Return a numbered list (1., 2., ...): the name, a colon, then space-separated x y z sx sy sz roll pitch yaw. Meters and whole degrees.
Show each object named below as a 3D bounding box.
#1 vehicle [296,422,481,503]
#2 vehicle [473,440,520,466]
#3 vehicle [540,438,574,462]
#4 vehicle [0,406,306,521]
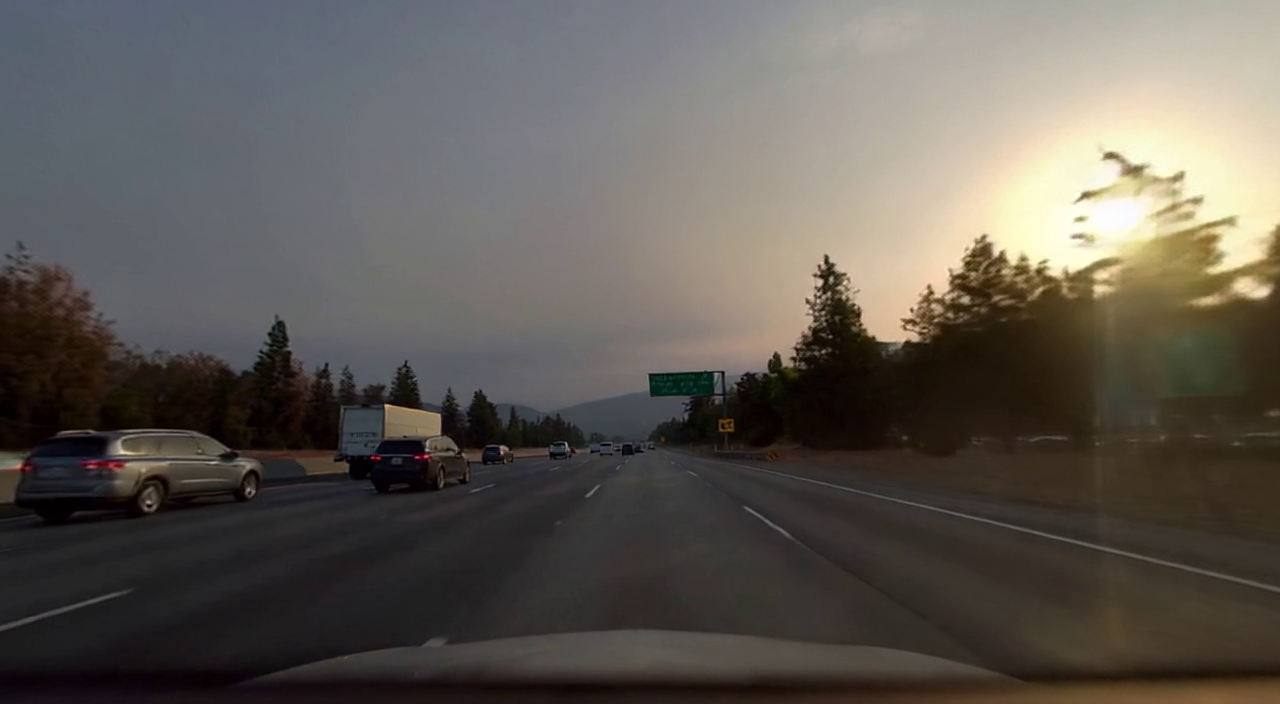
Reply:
1. vehicle: -6.350 2.877 17.115 2.403 1.773 6.276 0 -8 0
2. vehicle: -9.740 6.832 43.094 2.060 1.662 4.469 -1 -8 2
3. vehicle: -6.241 7.408 47.853 2.009 1.735 4.358 0 -8 0
4. vehicle: -10.246 2.310 13.764 2.576 1.922 6.067 0 -8 0
